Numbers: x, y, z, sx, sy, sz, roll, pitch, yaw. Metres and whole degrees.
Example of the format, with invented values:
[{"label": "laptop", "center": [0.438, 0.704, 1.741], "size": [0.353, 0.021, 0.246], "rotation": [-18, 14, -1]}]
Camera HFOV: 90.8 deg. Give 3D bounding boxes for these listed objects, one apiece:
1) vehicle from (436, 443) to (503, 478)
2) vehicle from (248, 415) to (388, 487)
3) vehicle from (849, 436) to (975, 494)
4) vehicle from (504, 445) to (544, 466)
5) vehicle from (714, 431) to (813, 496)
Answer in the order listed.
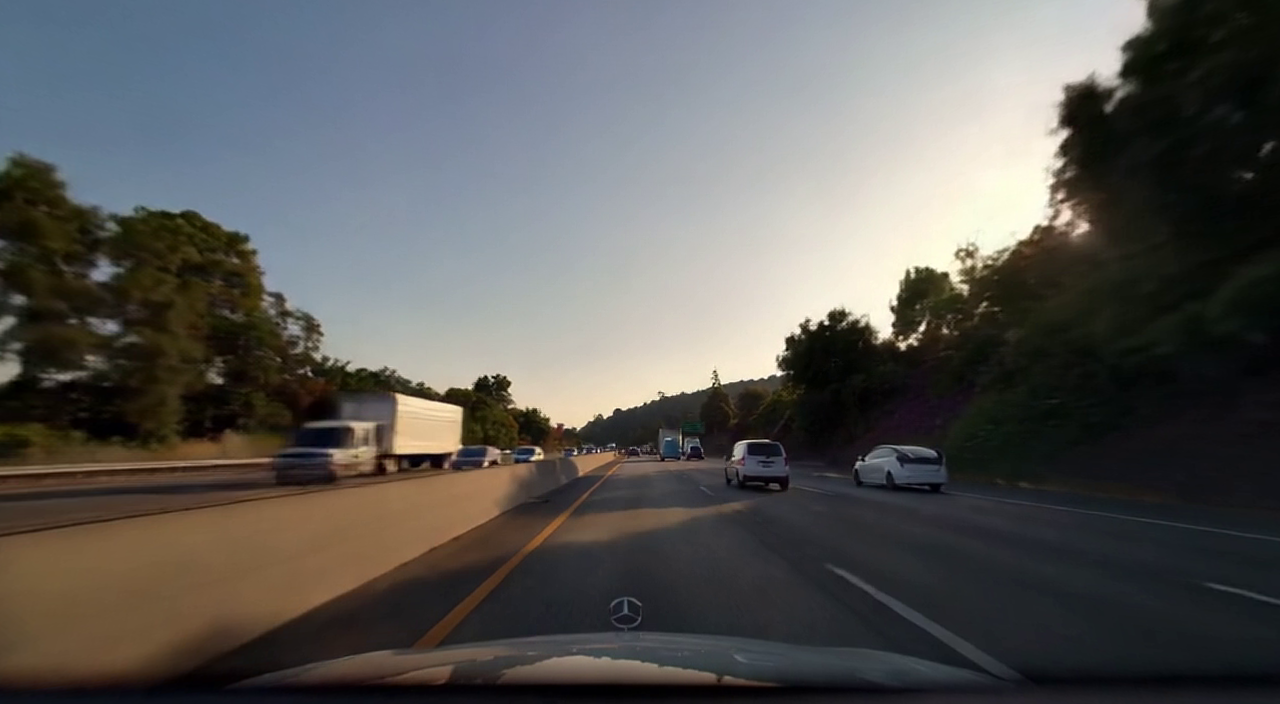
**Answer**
[{"label": "vehicle", "center": [-7.802, 5.004, 29.289], "size": [1.928, 1.484, 4.428], "rotation": [0, -9, 0]}, {"label": "vehicle", "center": [-12.013, 3.773, 24.174], "size": [2.298, 2.378, 5.828], "rotation": [0, -9, -1]}, {"label": "vehicle", "center": [8.610, 3.616, 20.511], "size": [2.018, 1.636, 4.510], "rotation": [0, -9, -1]}, {"label": "vehicle", "center": [-8.480, 7.621, 46.564], "size": [2.015, 1.467, 4.629], "rotation": [0, -9, 0]}, {"label": "vehicle", "center": [3.651, 3.417, 19.625], "size": [2.070, 1.751, 4.576], "rotation": [0, -9, -1]}]
